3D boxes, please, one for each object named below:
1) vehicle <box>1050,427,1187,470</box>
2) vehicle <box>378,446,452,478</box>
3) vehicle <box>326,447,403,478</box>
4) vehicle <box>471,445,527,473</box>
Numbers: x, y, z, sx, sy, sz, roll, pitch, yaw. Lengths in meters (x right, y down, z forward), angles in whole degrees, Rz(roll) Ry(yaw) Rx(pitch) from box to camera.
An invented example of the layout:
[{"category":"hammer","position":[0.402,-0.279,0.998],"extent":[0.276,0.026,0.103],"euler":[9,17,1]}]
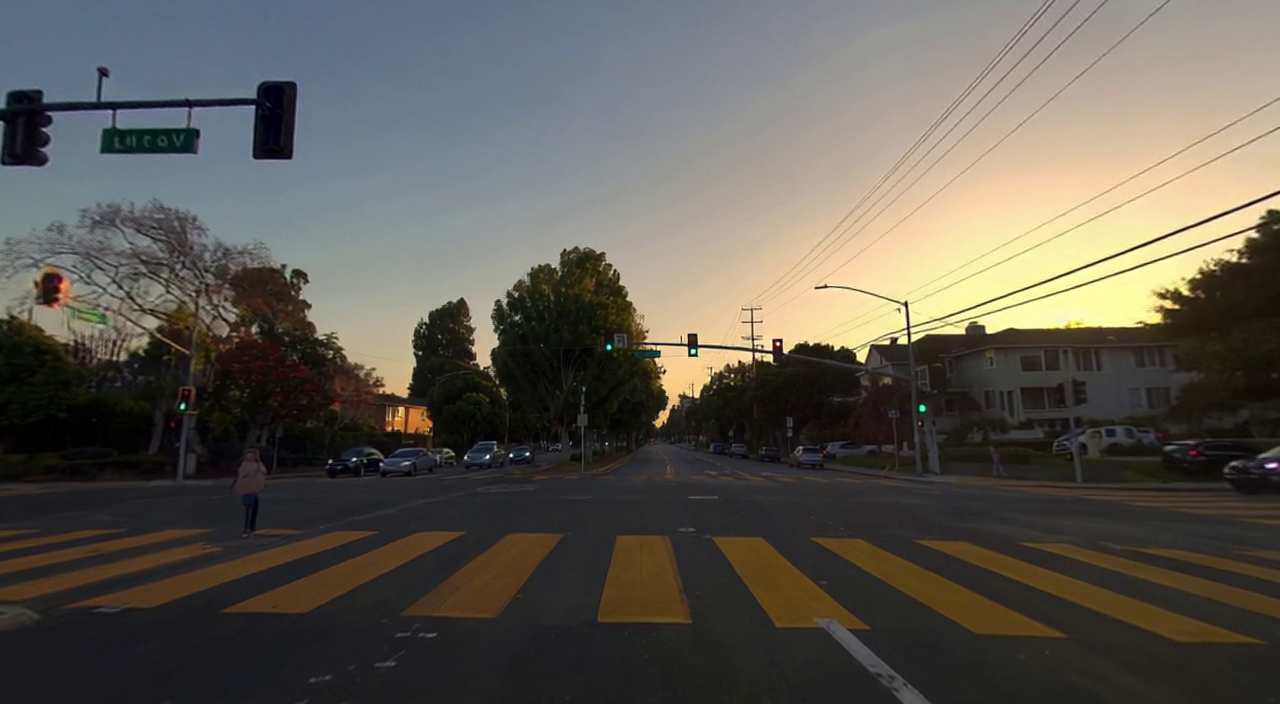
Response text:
[{"category":"vehicle","position":[25.248,5.105,33.570],"extent":[2.177,2.086,5.514],"euler":[2,-9,-14]},{"category":"vehicle","position":[-11.006,5.394,31.172],"extent":[2.007,1.451,4.242],"euler":[0,-8,1]},{"category":"vehicle","position":[-14.600,5.854,33.722],"extent":[2.035,1.470,4.677],"euler":[0,-8,0]},{"category":"vehicle","position":[-7.701,5.878,34.864],"extent":[1.958,1.415,4.312],"euler":[0,-8,2]}]
